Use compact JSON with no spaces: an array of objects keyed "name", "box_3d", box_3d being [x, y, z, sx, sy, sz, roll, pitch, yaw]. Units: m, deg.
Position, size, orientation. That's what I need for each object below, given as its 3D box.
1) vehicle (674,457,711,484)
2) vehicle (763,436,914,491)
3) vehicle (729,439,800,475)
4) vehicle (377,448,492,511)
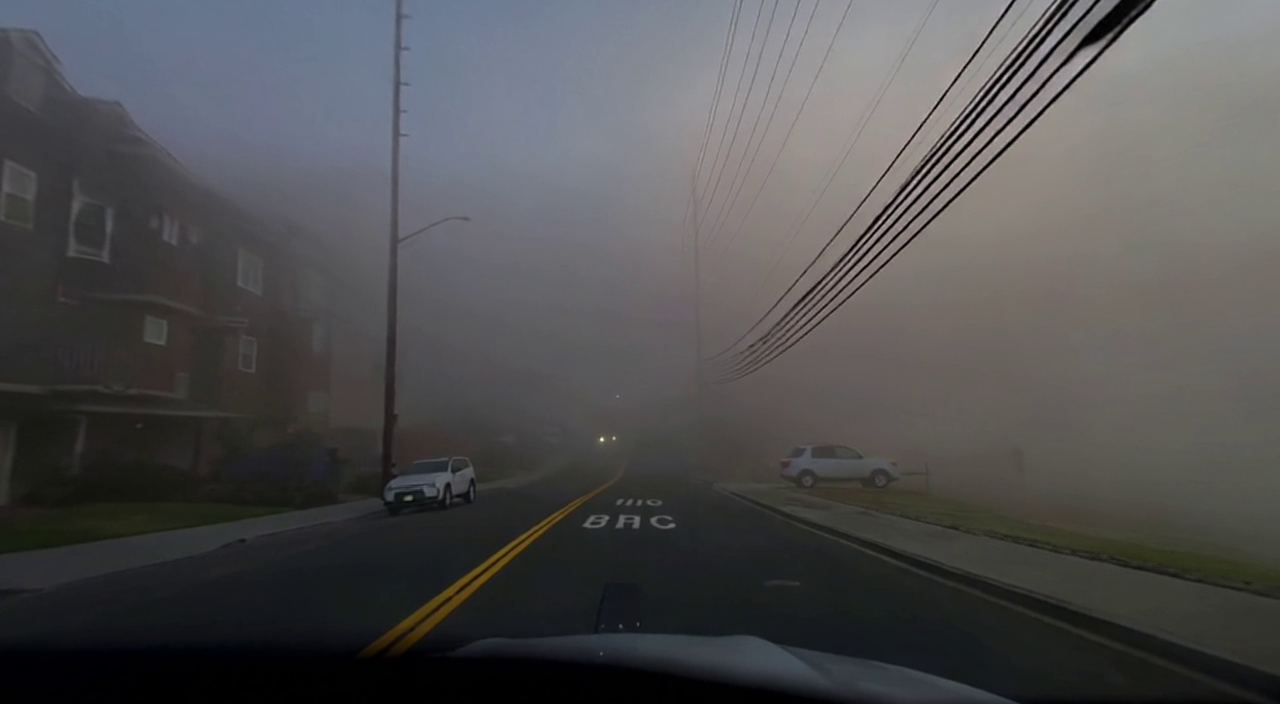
[{"name":"vehicle","box_3d":[3.149,7.239,38.634,2.063,1.503,4.415,0,-9,2]},{"name":"vehicle","box_3d":[8.184,4.638,26.369,5.512,1.846,2.115,-3,-9,1]},{"name":"vehicle","box_3d":[8.388,7.128,42.807,4.286,2.044,1.913,-4,-8,0]},{"name":"vehicle","box_3d":[-6.553,4.217,20.683,2.156,1.764,4.410,-2,-12,2]}]
